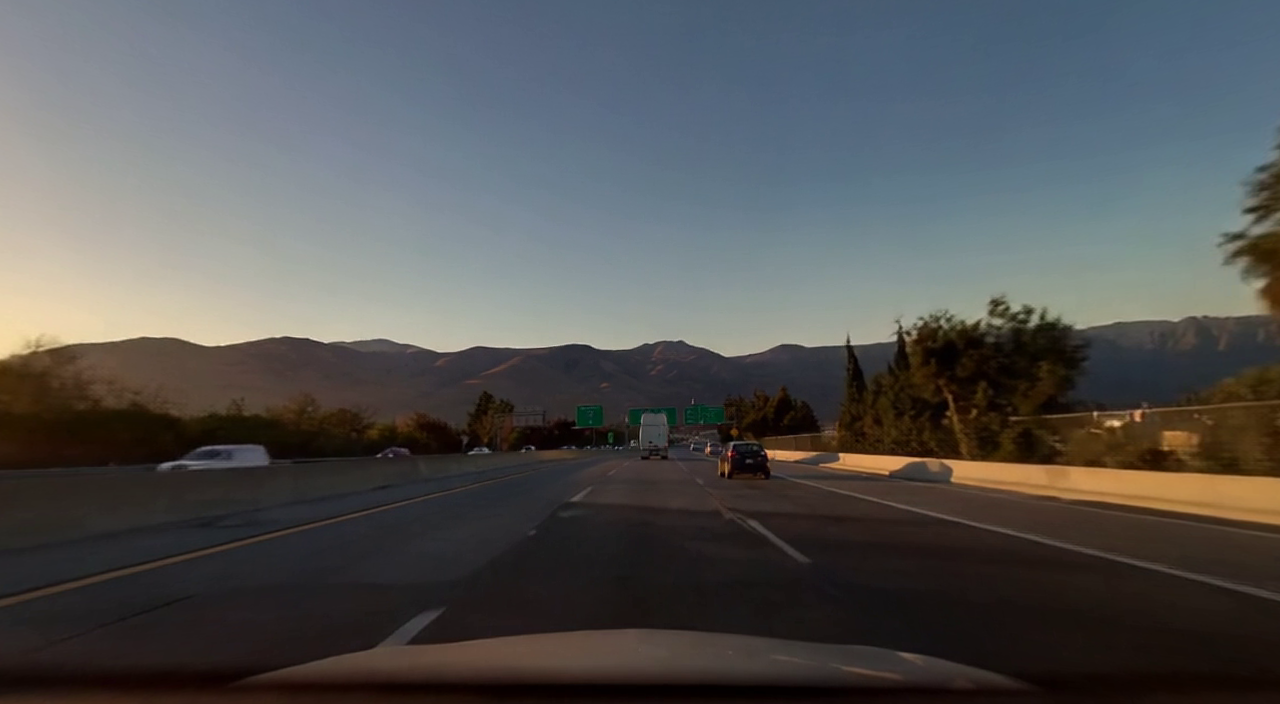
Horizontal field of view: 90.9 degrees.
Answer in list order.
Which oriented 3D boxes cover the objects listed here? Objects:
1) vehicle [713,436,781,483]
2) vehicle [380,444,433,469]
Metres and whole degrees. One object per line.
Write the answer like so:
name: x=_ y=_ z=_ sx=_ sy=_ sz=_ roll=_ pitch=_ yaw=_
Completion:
vehicle: x=4.005 y=4.088 z=24.225 sx=1.880 sy=1.624 sz=3.941 roll=0 pitch=-8 yaw=0
vehicle: x=-17.503 y=7.858 z=47.537 sx=2.032 sy=1.684 sz=5.065 roll=1 pitch=-8 yaw=1
